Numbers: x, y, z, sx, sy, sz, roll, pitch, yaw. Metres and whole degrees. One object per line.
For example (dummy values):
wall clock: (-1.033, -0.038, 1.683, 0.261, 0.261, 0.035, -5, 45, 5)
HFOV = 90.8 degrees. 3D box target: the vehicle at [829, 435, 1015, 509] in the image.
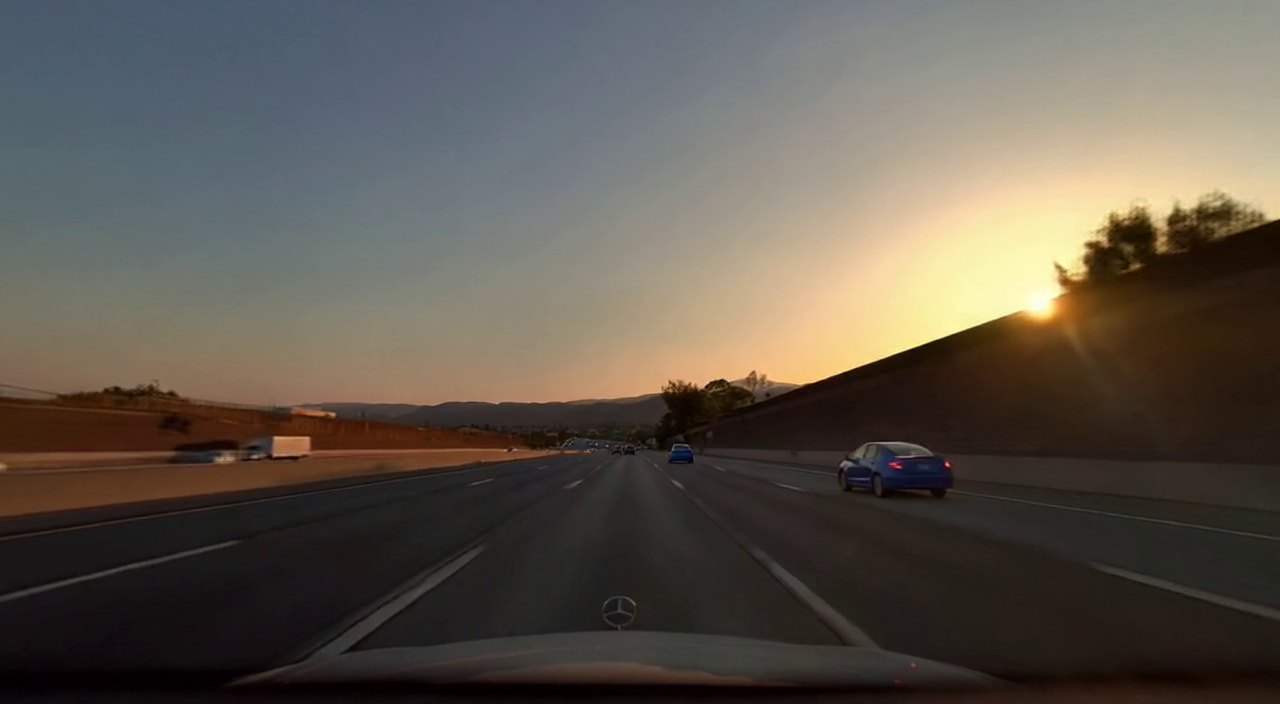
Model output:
vehicle: (6.642, 2.879, 15.721, 2.227, 1.522, 5.041, 0, -8, -1)

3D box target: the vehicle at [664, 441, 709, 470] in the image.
vehicle: (2.660, 6.036, 37.113, 2.270, 1.615, 3.770, 0, -8, -1)

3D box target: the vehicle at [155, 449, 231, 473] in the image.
vehicle: (-32.837, 8.003, 46.639, 2.016, 1.576, 4.982, 0, -8, 0)
